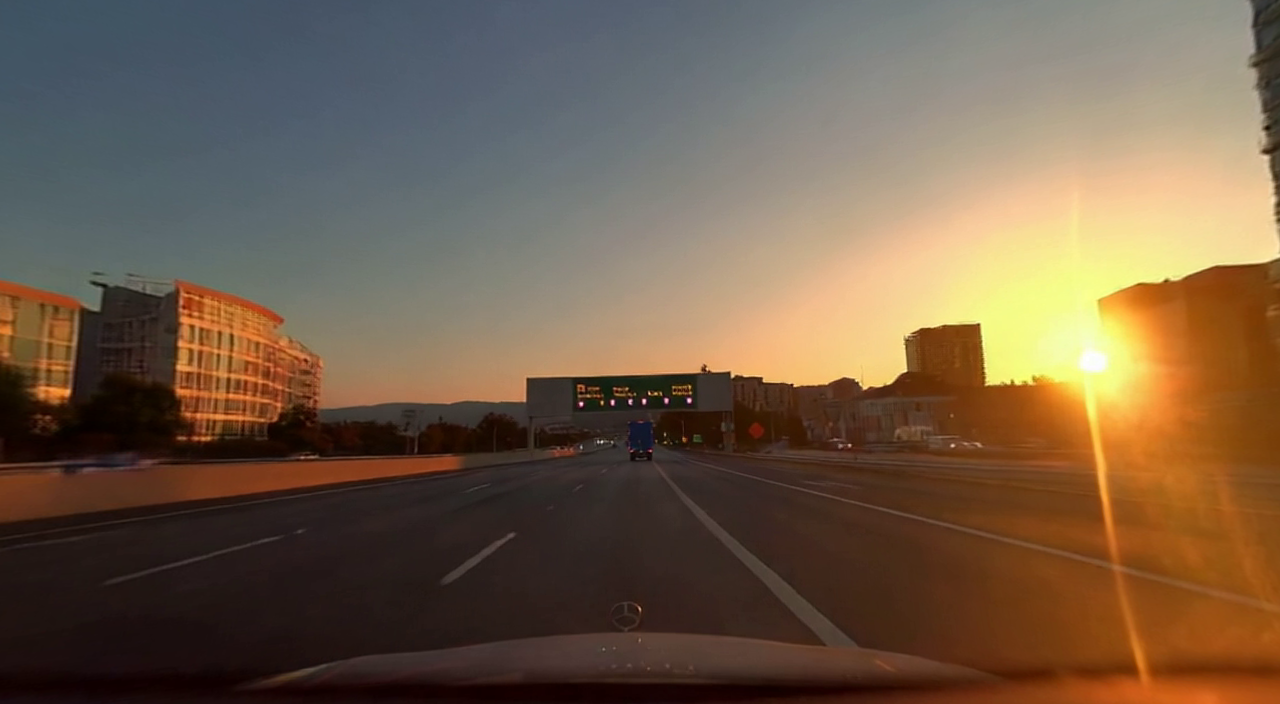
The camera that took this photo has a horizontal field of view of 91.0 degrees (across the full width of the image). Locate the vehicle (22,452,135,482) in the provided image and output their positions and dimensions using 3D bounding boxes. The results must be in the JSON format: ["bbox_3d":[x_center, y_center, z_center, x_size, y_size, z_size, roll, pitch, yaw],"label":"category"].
[{"bbox_3d":[-30.882,6.319,34.881,1.813,1.512,4.782,0,-9,1],"label":"vehicle"}]
